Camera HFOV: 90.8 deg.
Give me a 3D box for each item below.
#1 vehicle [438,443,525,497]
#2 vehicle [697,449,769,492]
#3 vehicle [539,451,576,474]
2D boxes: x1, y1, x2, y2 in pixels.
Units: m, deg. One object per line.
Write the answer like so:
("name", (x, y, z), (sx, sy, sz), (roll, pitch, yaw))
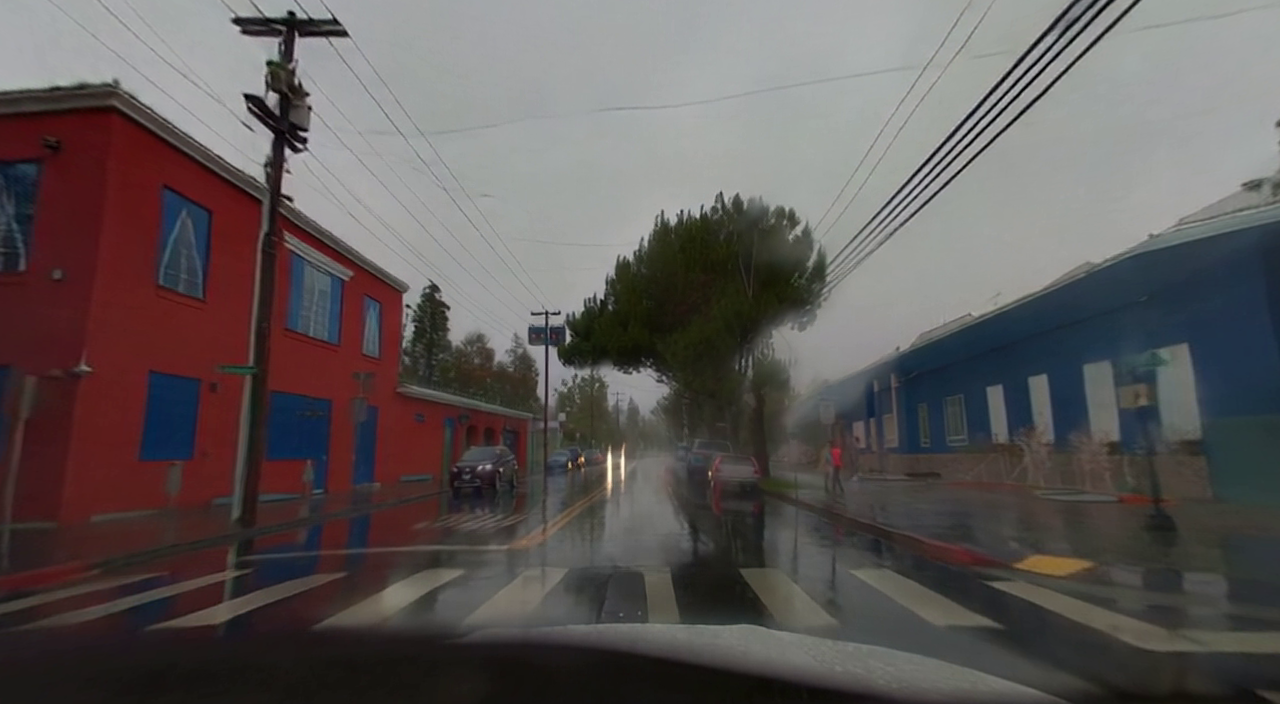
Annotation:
("vehicle", (-6.085, 4.542, 24.849), (2.140, 1.746, 4.385), (-4, -8, 2))
("vehicle", (3.372, 4.399, 23.882), (1.966, 1.471, 4.552), (0, -9, -1))
("vehicle", (-5.736, 7.750, 44.578), (1.844, 1.486, 4.474), (0, -9, 3))
